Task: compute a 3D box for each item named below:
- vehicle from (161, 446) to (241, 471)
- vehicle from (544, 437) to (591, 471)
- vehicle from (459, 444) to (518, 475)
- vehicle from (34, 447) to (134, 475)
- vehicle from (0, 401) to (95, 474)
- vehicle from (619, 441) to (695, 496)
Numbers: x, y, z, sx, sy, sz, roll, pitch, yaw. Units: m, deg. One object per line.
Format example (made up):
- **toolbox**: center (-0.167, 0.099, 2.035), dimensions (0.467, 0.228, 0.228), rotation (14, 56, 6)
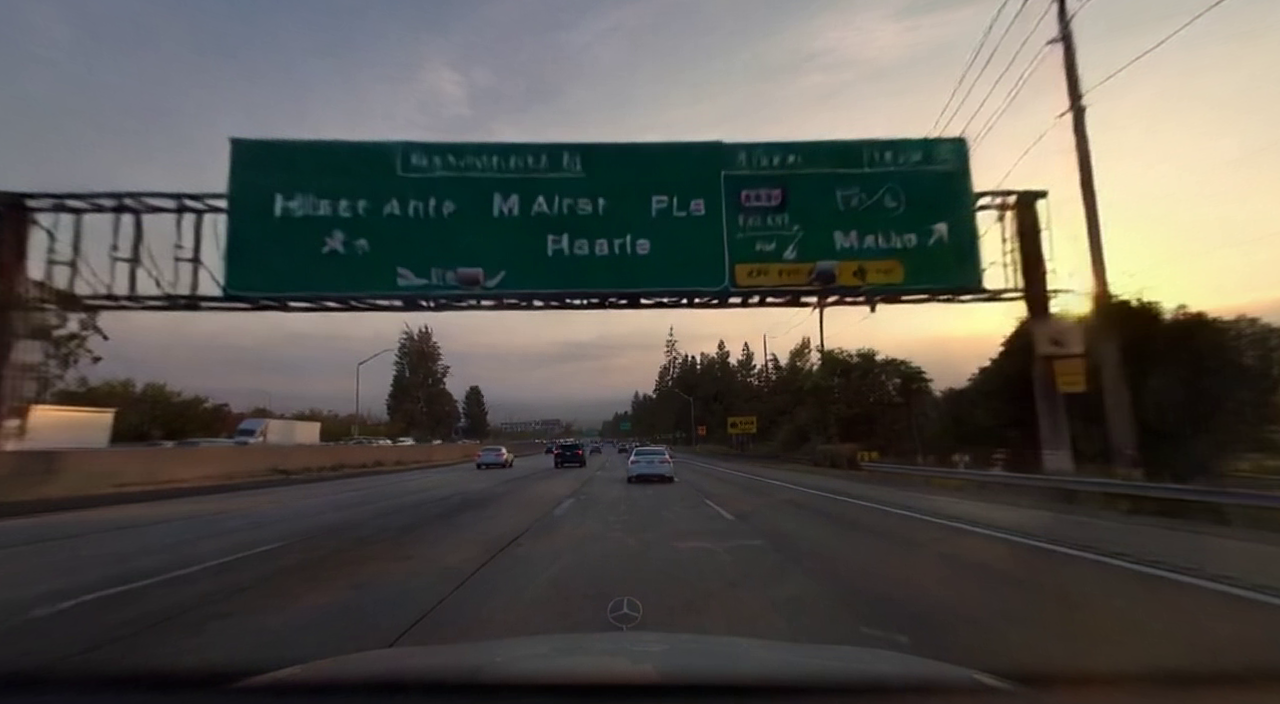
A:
- **vehicle**: center (-28.083, 6.771, 40.535), dimensions (1.884, 1.493, 4.905), rotation (1, -8, -4)
- **vehicle**: center (-4.085, 5.855, 36.376), dimensions (2.289, 1.777, 4.534), rotation (0, -8, -2)
- **vehicle**: center (-7.714, 5.501, 32.618), dimensions (1.974, 1.464, 4.733), rotation (0, -8, -1)
- **vehicle**: center (-31.510, 6.164, 35.915), dimensions (1.776, 1.441, 4.483), rotation (1, -8, -3)
- **vehicle**: center (-35.599, 4.989, 36.736), dimensions (2.937, 3.891, 5.144), rotation (1, -8, -3)
- **vehicle**: center (0.413, 3.529, 19.525), dimensions (2.082, 1.482, 4.126), rotation (0, -8, -2)
